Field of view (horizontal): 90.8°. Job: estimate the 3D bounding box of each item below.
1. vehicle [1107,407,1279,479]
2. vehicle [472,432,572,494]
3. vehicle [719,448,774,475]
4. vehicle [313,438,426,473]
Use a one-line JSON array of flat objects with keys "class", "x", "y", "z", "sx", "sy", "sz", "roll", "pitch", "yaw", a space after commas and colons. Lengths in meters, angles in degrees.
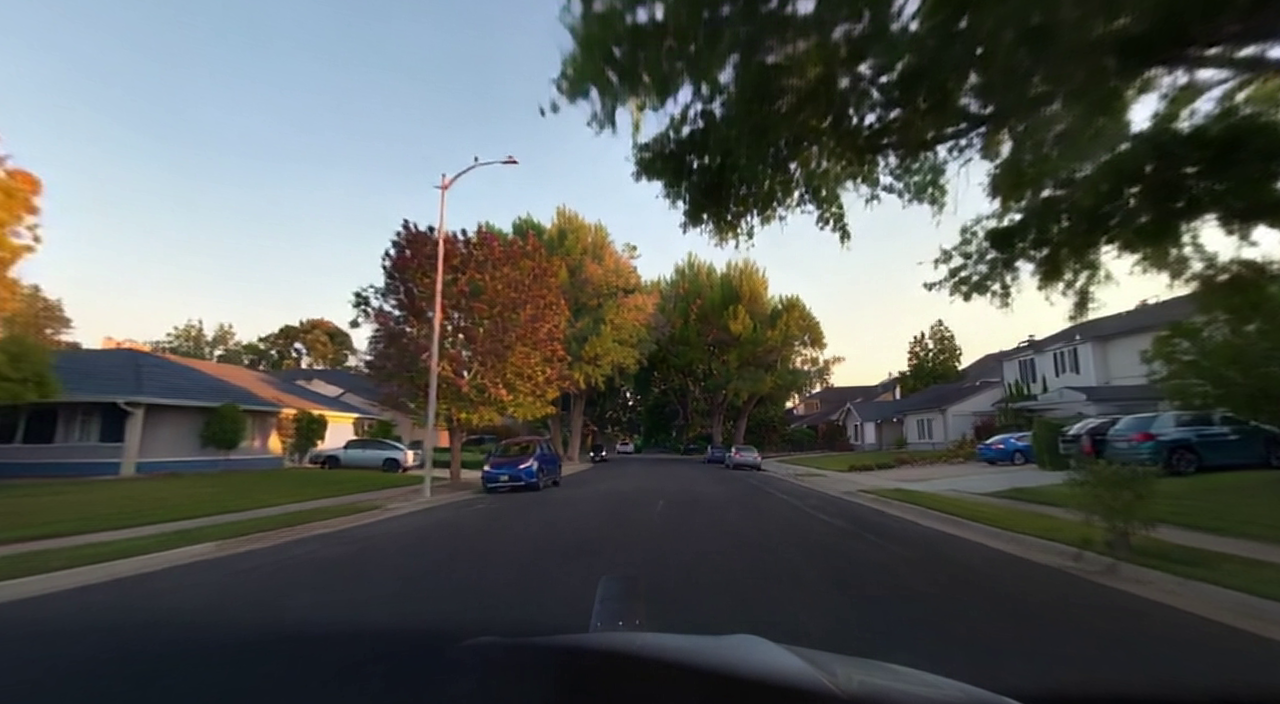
[{"class": "vehicle", "x": 14.939, "y": 2.355, "z": 16.425, "sx": 4.384, "sy": 1.688, "sz": 1.956, "roll": 2, "pitch": -8, "yaw": -13}, {"class": "vehicle", "x": -3.857, "y": 3.685, "z": 21.664, "sx": 2.215, "sy": 1.859, "sz": 4.765, "roll": 0, "pitch": -8, "yaw": 4}, {"class": "vehicle", "x": 6.097, "y": 6.357, "z": 36.834, "sx": 1.984, "sy": 1.437, "sz": 4.726, "roll": 1, "pitch": -9, "yaw": -5}, {"class": "vehicle", "x": -11.782, "y": 4.521, "z": 27.832, "sx": 4.376, "sy": 1.458, "sz": 2.046, "roll": 3, "pitch": -8, "yaw": -19}]
